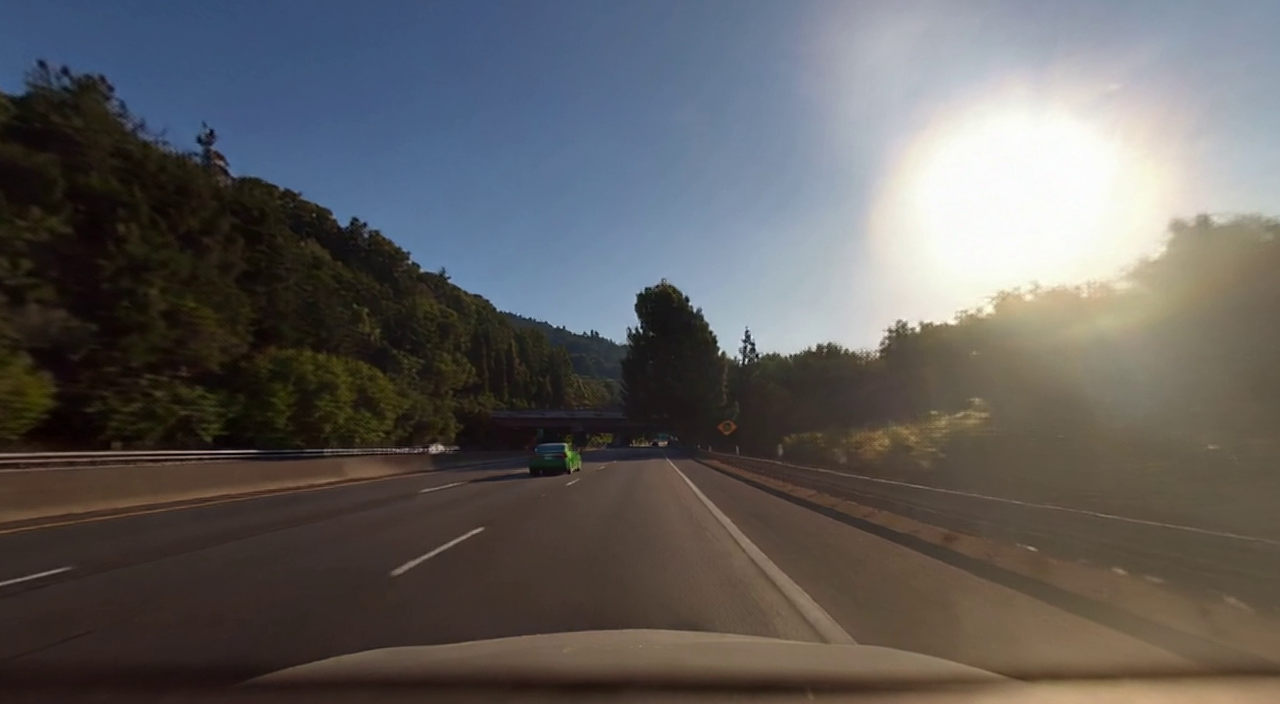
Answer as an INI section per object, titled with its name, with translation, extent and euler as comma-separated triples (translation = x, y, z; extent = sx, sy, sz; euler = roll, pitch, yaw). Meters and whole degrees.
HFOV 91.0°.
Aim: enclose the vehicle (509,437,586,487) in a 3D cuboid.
[vehicle]
translation = -3.137, 3.828, 22.232
extent = 2.015, 1.561, 4.469
euler = 0, -8, 0
